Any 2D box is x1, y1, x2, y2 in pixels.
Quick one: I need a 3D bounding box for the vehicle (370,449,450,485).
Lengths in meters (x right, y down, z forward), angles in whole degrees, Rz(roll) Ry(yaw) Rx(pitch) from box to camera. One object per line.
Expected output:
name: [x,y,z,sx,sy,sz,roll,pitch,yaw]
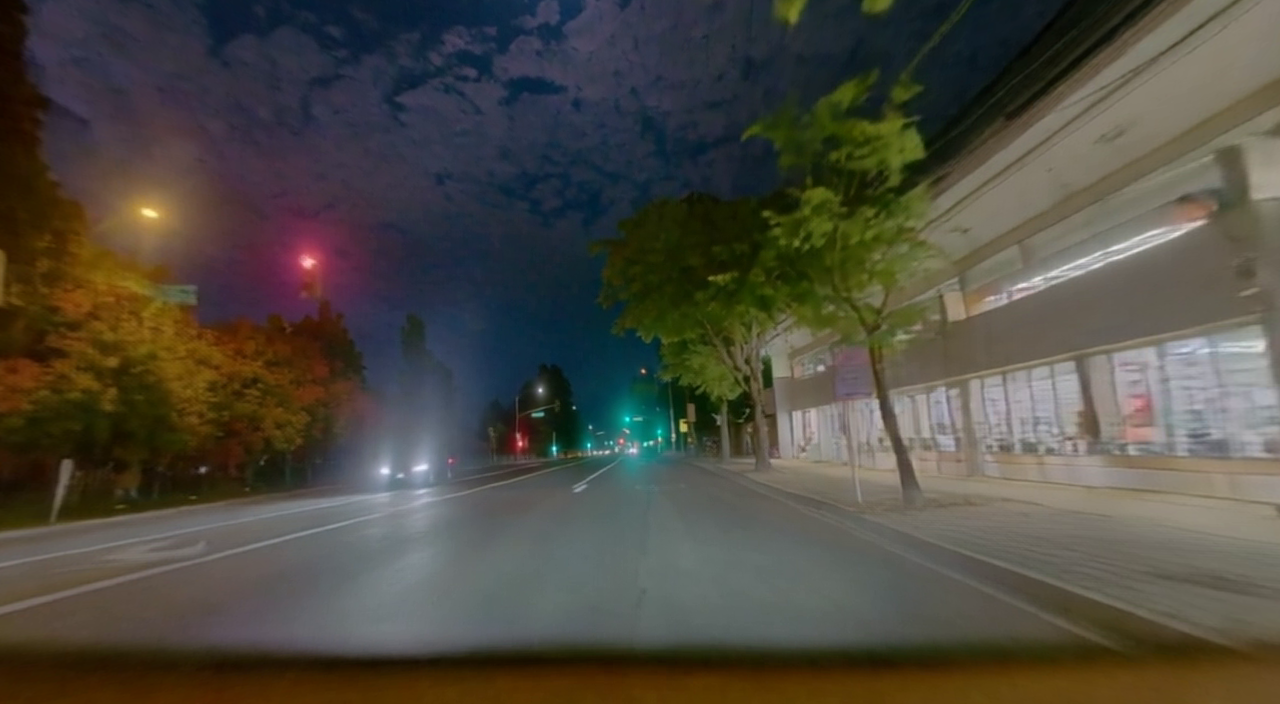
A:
vehicle: [-10.622,5.329,29.452,1.889,1.499,4.541,-1,-8,2]
